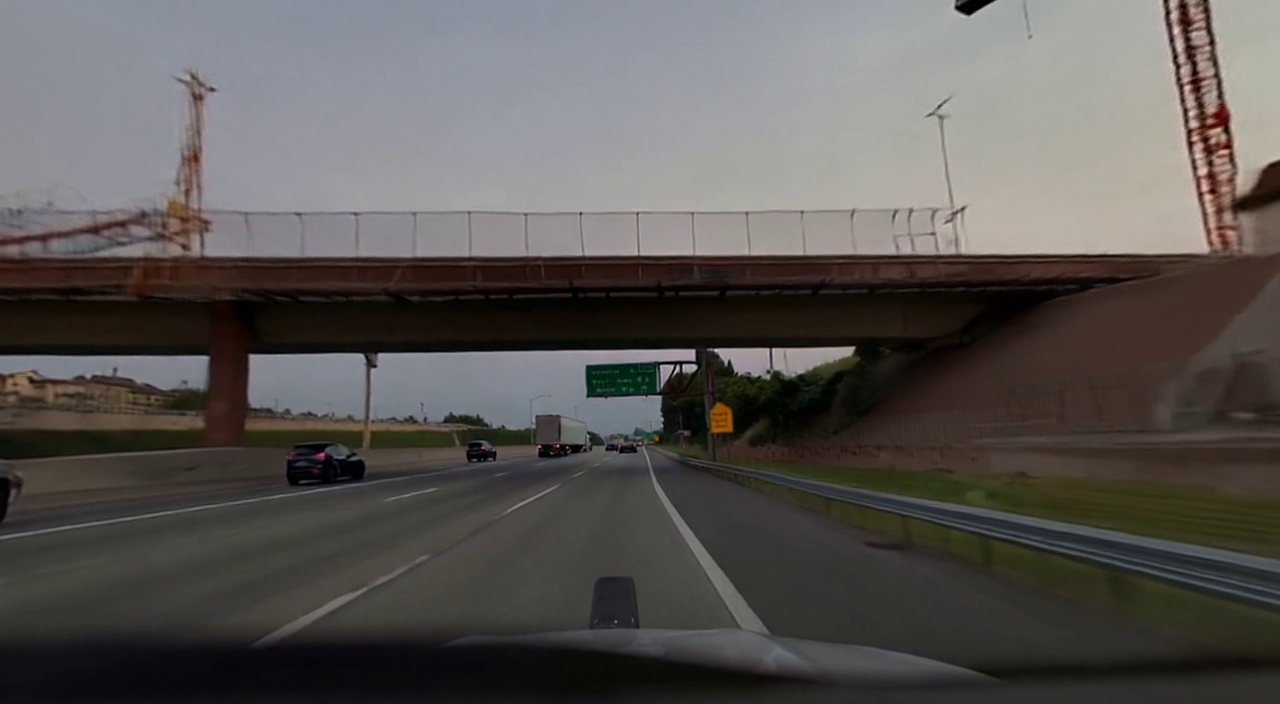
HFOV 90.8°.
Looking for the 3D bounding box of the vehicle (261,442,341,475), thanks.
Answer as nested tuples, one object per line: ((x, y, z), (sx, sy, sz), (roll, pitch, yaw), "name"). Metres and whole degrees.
((-18.982, 5.947, 35.624), (1.932, 1.752, 4.541), (0, -8, 0), "vehicle")
